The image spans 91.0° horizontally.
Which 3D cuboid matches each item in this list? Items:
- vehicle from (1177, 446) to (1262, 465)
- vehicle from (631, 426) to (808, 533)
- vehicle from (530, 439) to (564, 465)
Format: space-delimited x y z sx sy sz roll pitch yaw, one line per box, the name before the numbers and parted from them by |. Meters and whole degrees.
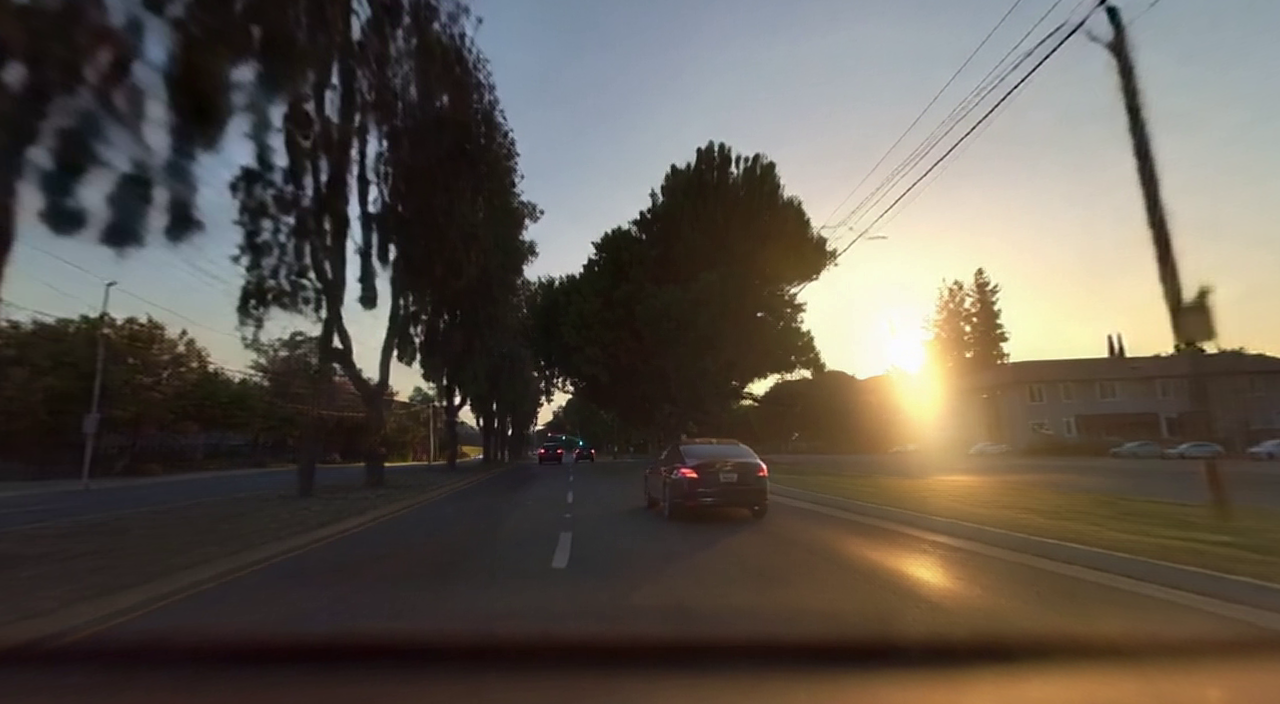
vehicle | 43.345 7.729 47.205 1.733 1.399 4.510 1 -9 -7
vehicle | 1.204 2.325 12.168 2.235 1.597 4.918 1 -9 -7
vehicle | -6.481 7.042 44.443 2.189 1.776 4.342 1 -9 -6
